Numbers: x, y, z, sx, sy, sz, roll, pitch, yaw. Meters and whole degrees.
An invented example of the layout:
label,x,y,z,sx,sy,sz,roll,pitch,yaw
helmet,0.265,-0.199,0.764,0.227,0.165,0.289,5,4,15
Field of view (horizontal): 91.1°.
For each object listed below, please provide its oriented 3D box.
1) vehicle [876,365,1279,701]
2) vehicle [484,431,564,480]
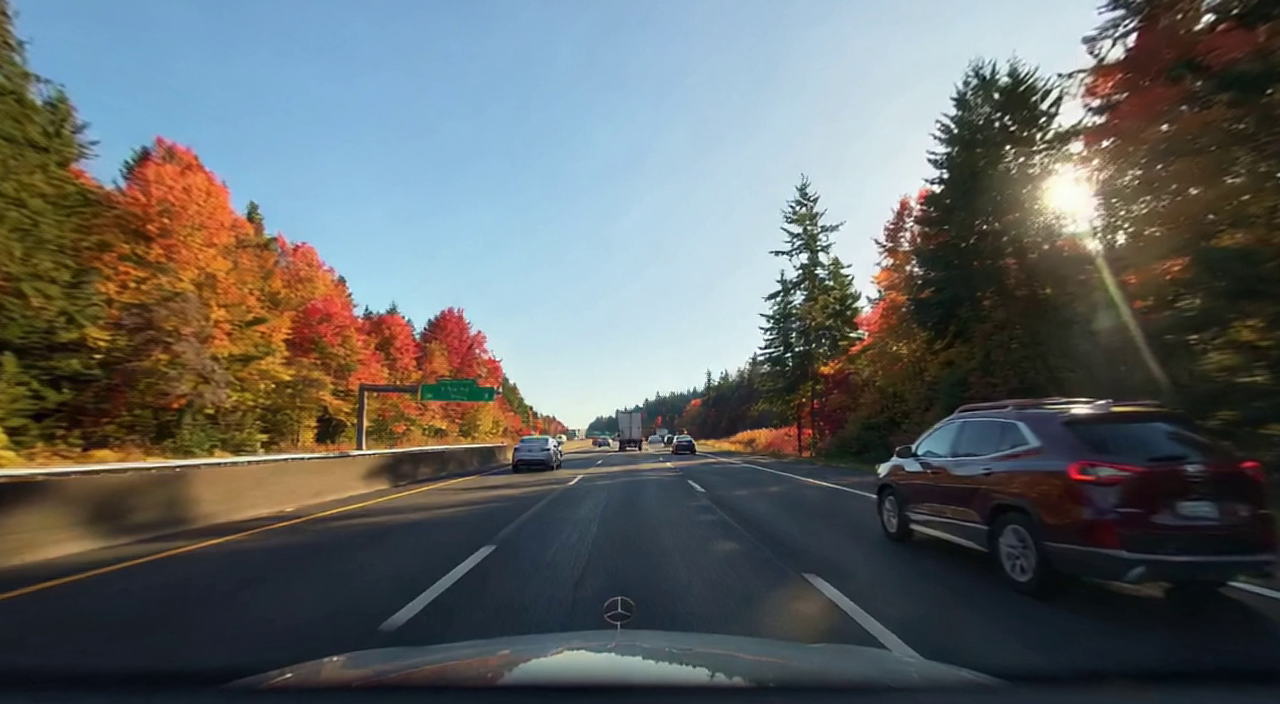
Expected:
label,x,y,z,sx,sy,sz,roll,pitch,yaw
vehicle,3.885,1.192,5.384,1.962,1.680,4.298,0,-8,-1
vehicle,-3.840,3.494,21.574,2.027,1.501,3.920,0,-8,0
